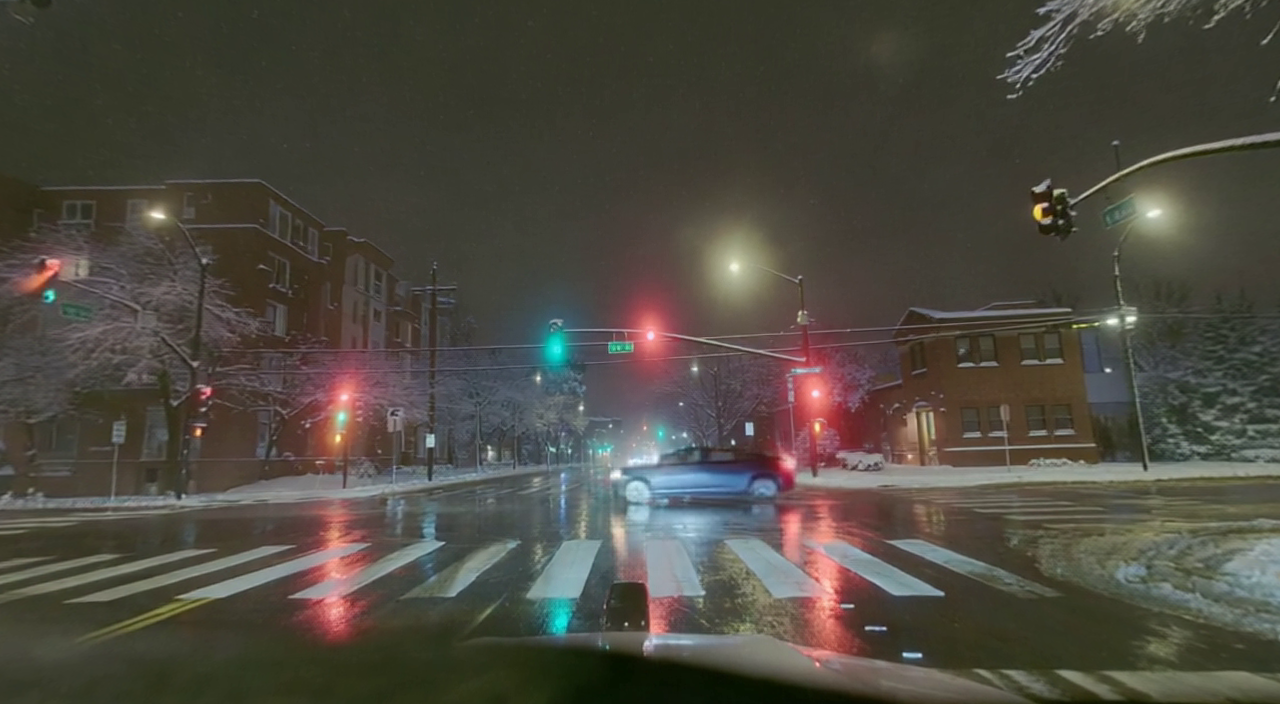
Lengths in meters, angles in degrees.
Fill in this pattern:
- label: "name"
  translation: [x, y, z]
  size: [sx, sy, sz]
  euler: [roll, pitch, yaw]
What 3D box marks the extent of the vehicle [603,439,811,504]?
- label: "vehicle"
  translation: [1.571, 2.953, 15.786]
  size: [4.847, 1.484, 1.926]
  euler: [0, -8, 1]
